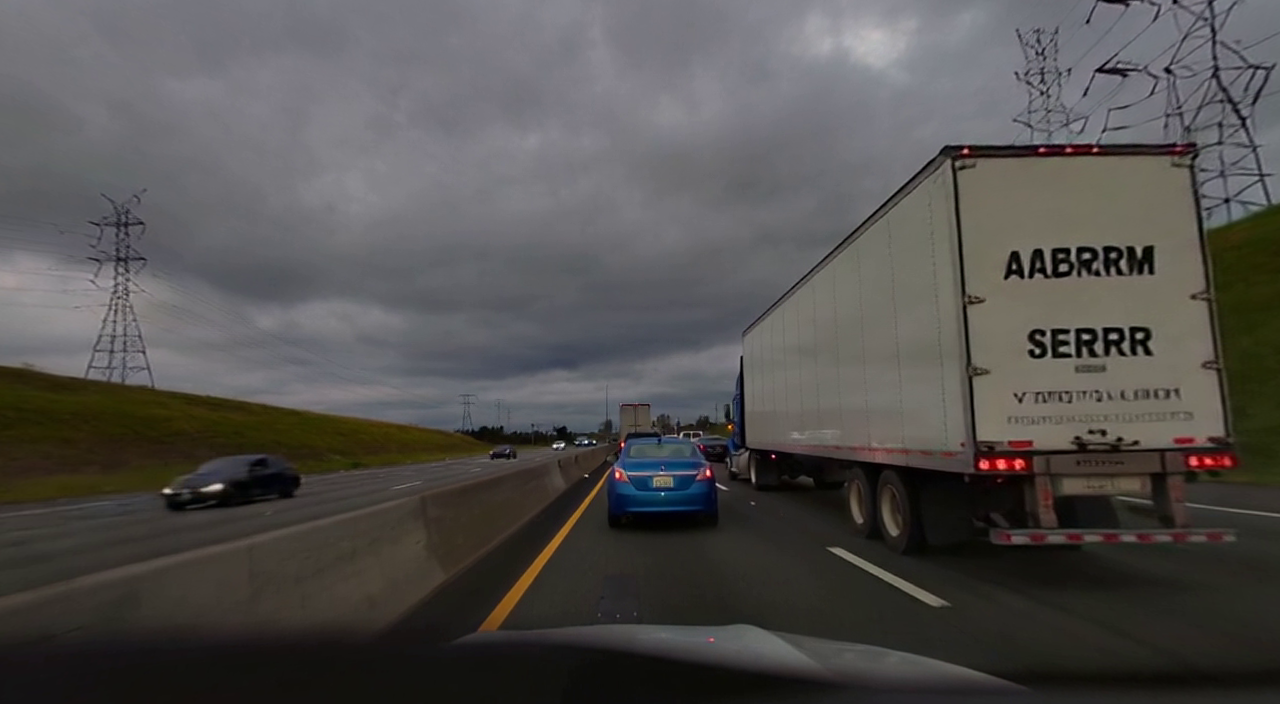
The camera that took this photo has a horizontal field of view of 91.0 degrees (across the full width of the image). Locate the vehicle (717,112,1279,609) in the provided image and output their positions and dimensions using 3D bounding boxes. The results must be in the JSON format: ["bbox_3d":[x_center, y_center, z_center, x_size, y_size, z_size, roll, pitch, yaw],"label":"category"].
[{"bbox_3d":[4.198,0.944,12.220,3.138,4.065,14.276,0,-8,-2],"label":"vehicle"}]

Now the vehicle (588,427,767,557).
[{"bbox_3d":[0.358,1.855,9.058,2.045,1.446,3.597,0,-8,-2],"label":"vehicle"}]

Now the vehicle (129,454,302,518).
[{"bbox_3d":[-11.786,3.703,17.938,1.868,1.468,4.446,-1,-8,0],"label":"vehicle"}]
